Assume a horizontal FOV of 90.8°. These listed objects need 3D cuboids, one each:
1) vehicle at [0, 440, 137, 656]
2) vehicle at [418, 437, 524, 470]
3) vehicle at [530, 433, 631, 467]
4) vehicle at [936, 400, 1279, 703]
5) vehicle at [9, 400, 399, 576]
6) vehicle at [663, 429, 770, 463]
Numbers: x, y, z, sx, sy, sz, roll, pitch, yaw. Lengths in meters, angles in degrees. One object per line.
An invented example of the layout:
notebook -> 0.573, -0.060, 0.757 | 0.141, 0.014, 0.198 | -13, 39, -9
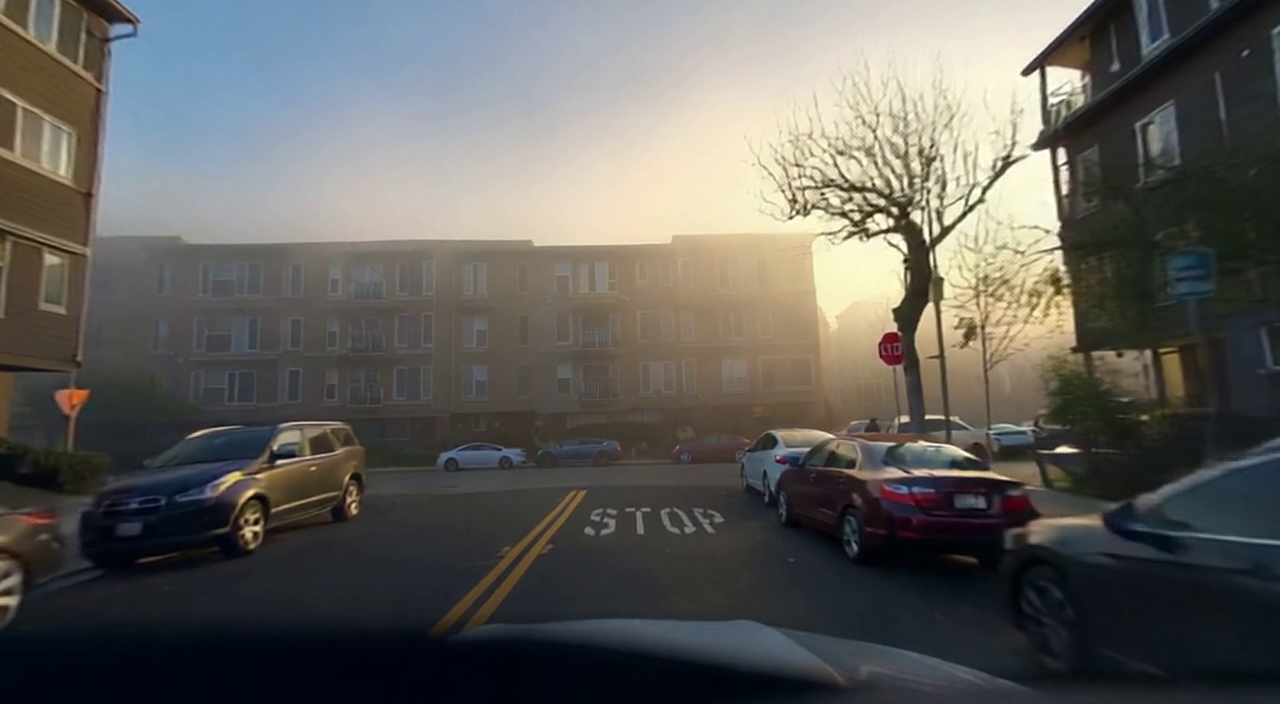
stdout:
vehicle -> -5.550, 1.227, 3.342 | 2.129, 1.505, 4.510 | 0, -8, -1
vehicle -> -7.637, 4.629, 28.922 | 4.423, 1.449, 1.813 | 1, -8, -5
vehicle -> -2.707, 4.522, 29.267 | 4.489, 1.470, 1.776 | 1, -8, -4
vehicle -> 3.195, 0.943, 2.371 | 1.919, 1.490, 4.339 | 0, -8, -2
vehicle -> -5.943, 1.916, 10.030 | 2.208, 1.903, 6.040 | 0, -8, -4
vehicle -> 3.499, 4.383, 29.493 | 4.681, 1.480, 1.817 | 0, -8, -3
